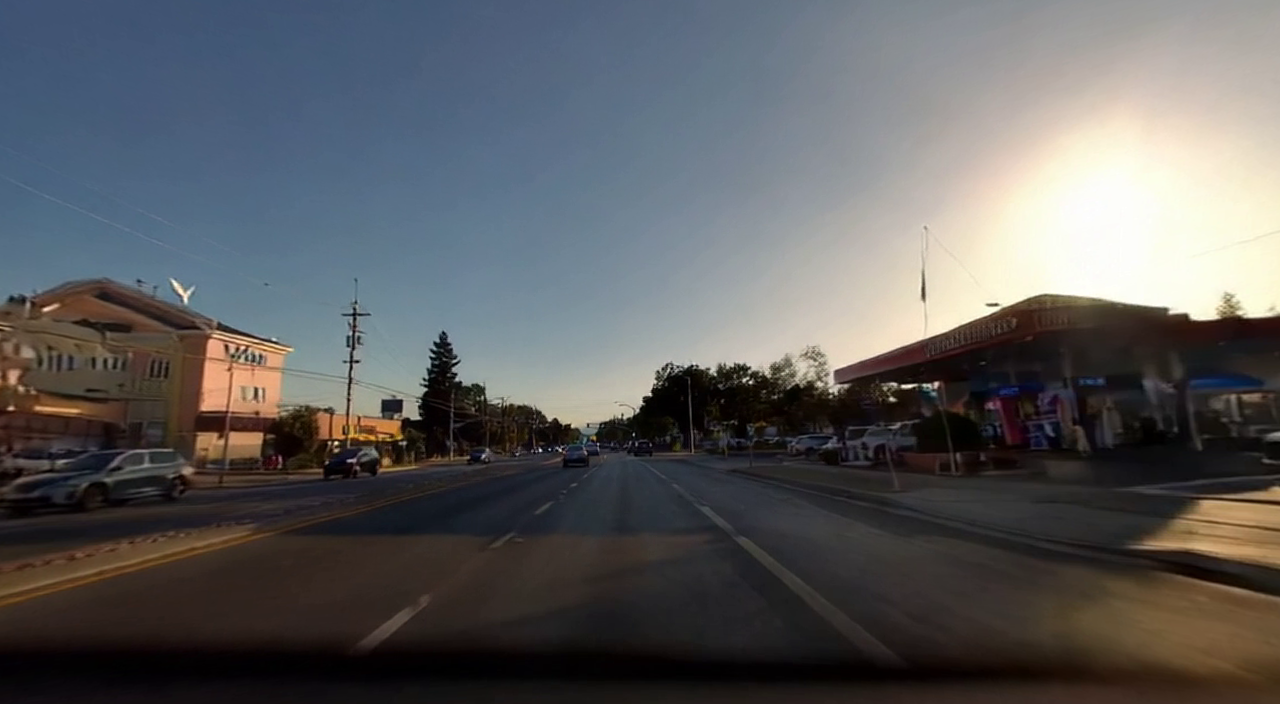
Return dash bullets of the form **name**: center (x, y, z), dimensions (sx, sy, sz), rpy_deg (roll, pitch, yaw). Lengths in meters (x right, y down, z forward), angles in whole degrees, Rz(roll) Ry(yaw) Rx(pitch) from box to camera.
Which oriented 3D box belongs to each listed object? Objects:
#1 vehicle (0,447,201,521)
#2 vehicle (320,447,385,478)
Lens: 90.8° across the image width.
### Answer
- **vehicle**: center (-14.896, 3.518, 17.507), dimensions (2.011, 1.655, 5.029), rpy_deg (-2, -8, -2)
- **vehicle**: center (-18.788, 7.214, 41.565), dimensions (2.129, 1.797, 4.866), rpy_deg (-3, -8, -1)
